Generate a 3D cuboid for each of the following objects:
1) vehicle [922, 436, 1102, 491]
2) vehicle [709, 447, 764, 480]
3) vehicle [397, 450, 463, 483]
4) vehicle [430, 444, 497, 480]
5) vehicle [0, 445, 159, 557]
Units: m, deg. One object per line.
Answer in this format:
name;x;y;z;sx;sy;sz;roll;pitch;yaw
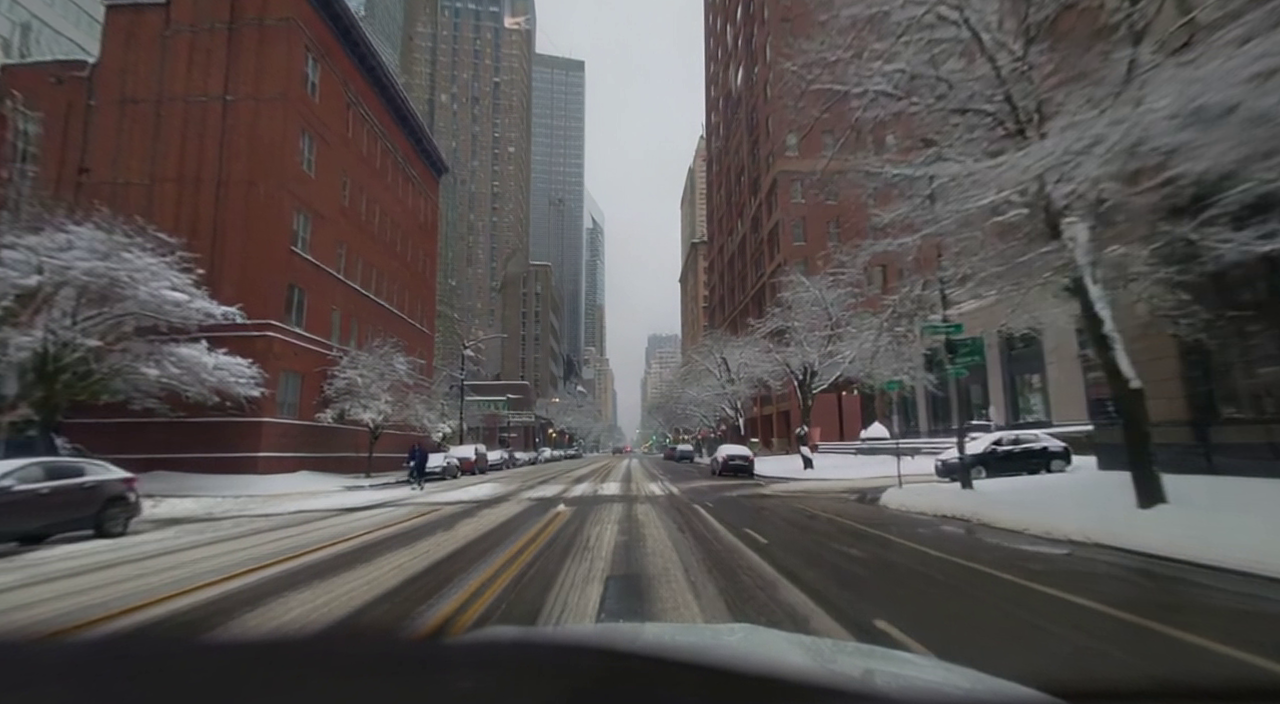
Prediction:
vehicle;11.541;3.480;19.845;4.380;1.608;1.942;0;-9;0
vehicle;4.704;5.466;31.320;1.929;1.522;4.543;0;-9;-1
vehicle;-11.299;6.171;34.317;1.992;1.629;4.773;0;-9;-1
vehicle;-11.139;6.963;40.453;2.574;1.922;6.292;-4;-8;-2
vehicle;-10.912;2.520;10.804;1.977;1.697;4.285;-2;-10;0
